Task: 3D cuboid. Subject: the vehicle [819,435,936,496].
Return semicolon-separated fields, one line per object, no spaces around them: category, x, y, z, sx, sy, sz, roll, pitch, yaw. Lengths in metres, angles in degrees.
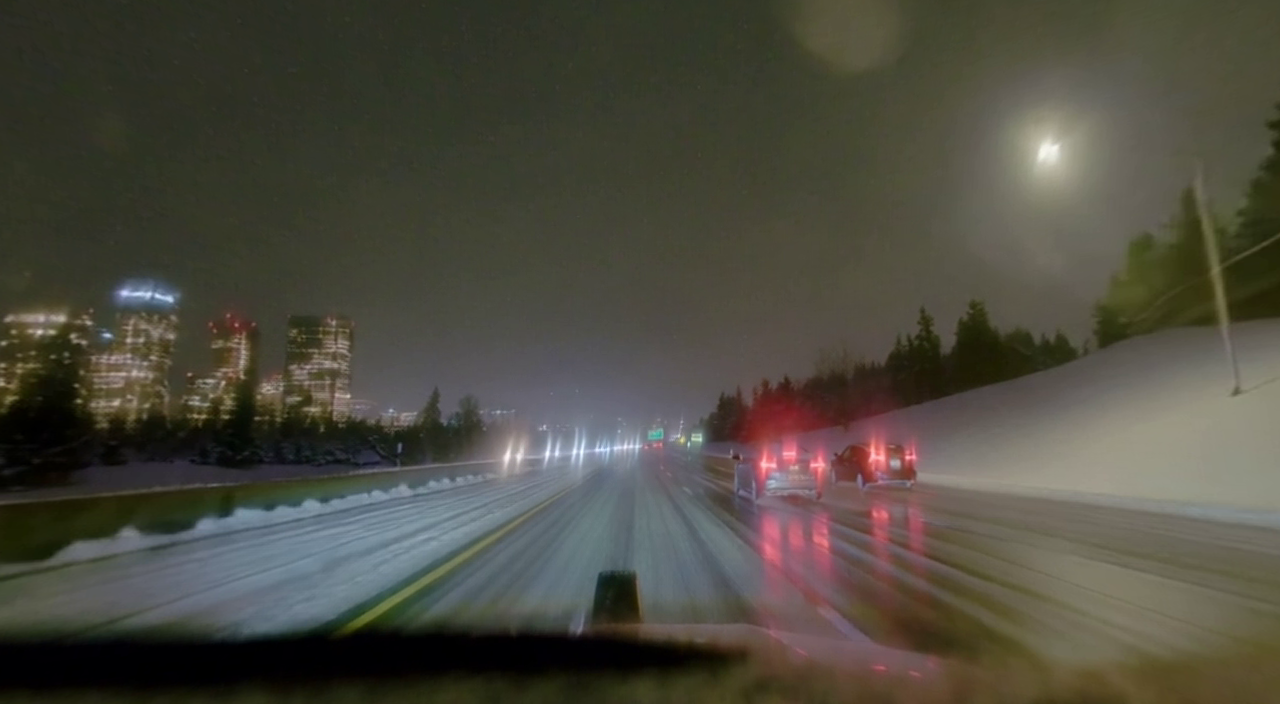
vehicle;6.841;3.295;18.685;1.856;1.592;3.920;0;-8;-1

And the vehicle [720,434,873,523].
vehicle;3.041;2.570;13.444;1.982;1.533;4.612;0;-8;-1
